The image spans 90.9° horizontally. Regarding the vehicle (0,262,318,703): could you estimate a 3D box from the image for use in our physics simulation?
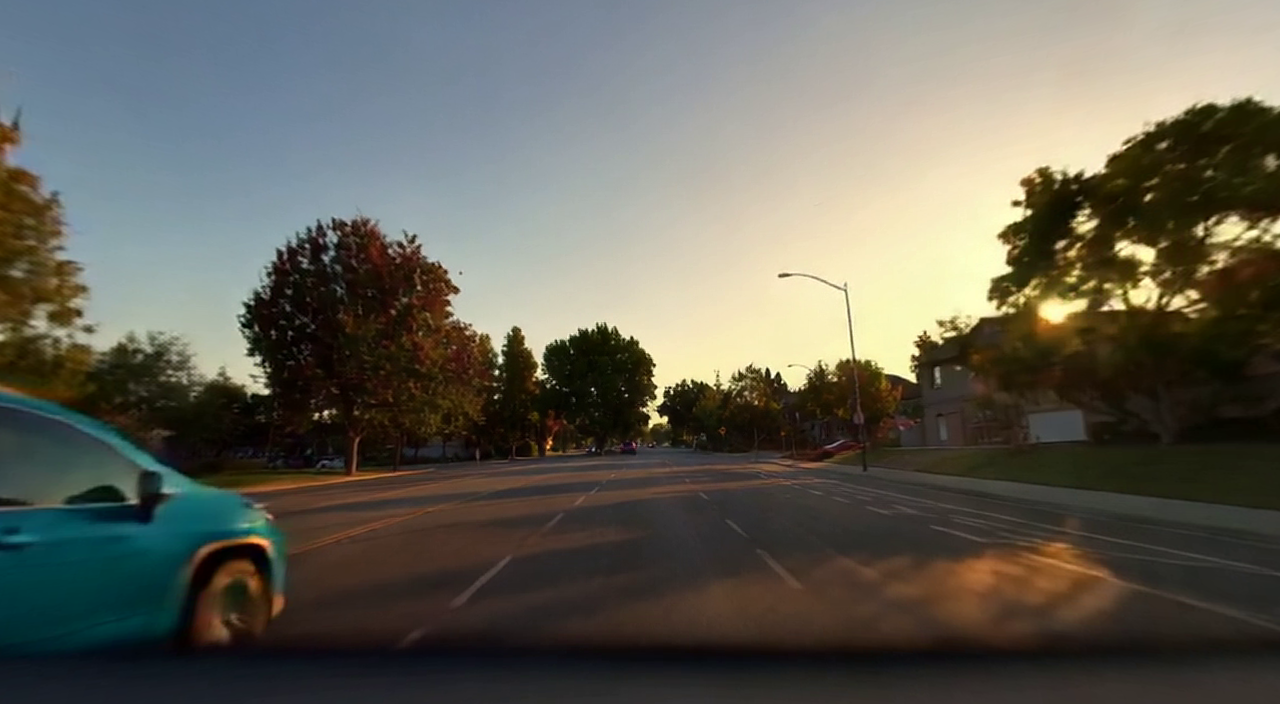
[{"bbox_3d":[-3.135,0.571,1.448,2.179,1.851,4.756,0,-8,1],"label":"vehicle"}]
